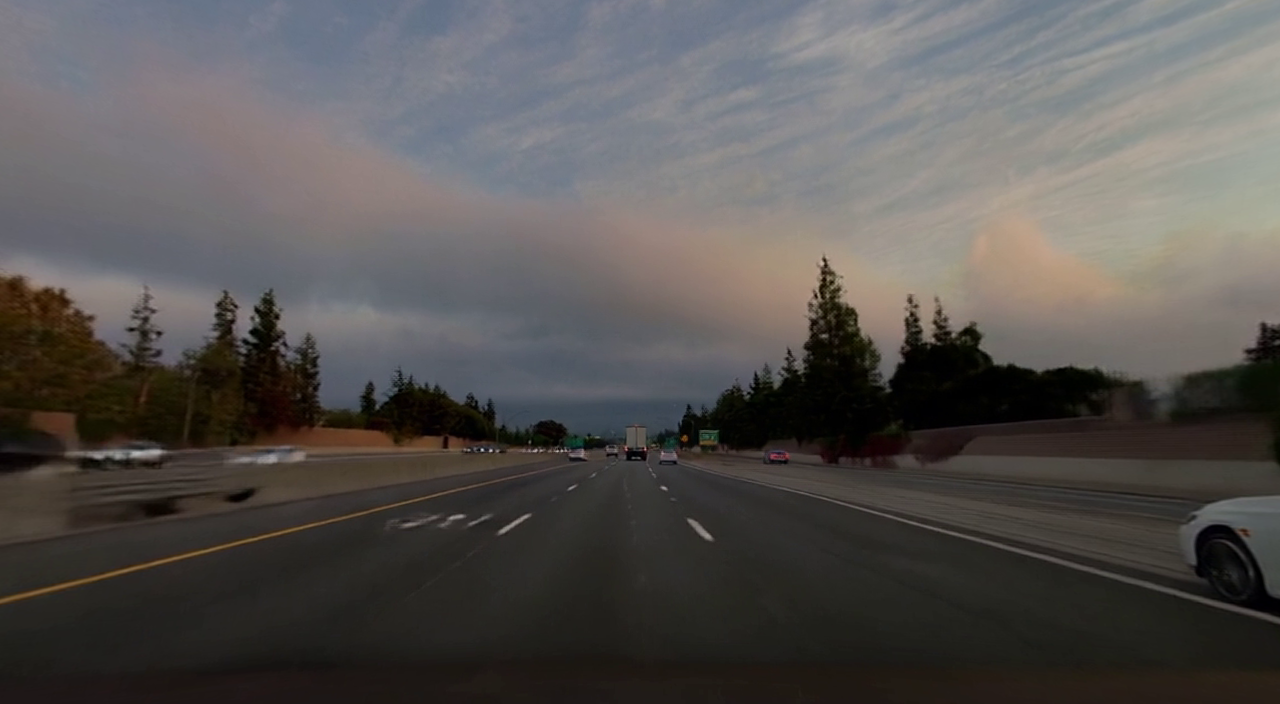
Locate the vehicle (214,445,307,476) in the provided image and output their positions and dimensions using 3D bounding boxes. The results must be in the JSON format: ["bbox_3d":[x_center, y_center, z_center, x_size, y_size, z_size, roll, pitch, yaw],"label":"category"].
[{"bbox_3d":[-19.167,5.477,32.172,1.841,1.460,4.708,0,-9,0],"label":"vehicle"}]

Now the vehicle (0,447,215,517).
[{"bbox_3d":[-12.891,3.077,15.474,2.040,1.449,4.216,0,-9,0],"label":"vehicle"}]
